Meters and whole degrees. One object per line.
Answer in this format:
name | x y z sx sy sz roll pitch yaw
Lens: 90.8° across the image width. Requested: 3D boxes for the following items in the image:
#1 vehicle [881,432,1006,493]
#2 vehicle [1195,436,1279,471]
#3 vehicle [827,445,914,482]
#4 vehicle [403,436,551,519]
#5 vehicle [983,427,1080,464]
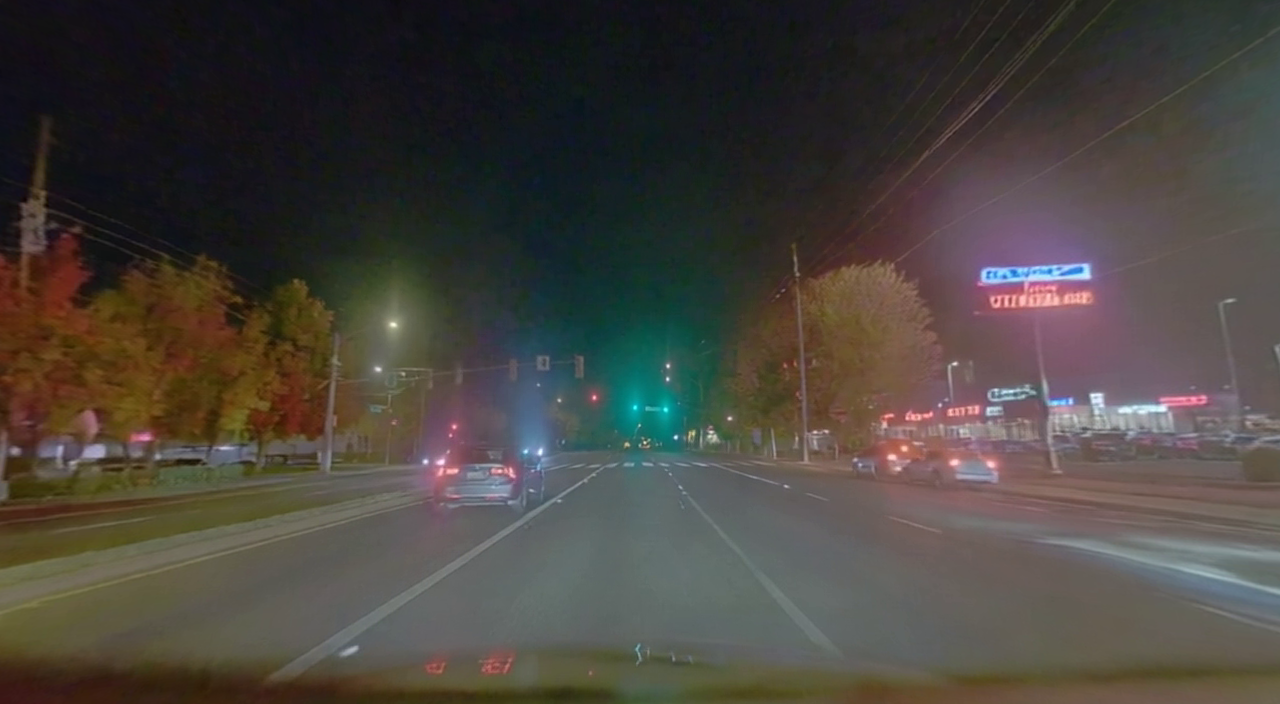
vehicle | 10.337 3.776 22.026 1.998 1.862 4.658 0 -8 0
vehicle | 28.878 4.703 29.463 1.891 1.504 4.551 0 -8 1
vehicle | 10.158 4.928 28.258 1.987 1.487 4.753 0 -8 -2
vehicle | -3.202 2.538 13.335 2.185 1.473 3.925 0 -8 -2
vehicle | 26.766 6.434 43.642 2.320 2.321 7.026 0 -8 1
